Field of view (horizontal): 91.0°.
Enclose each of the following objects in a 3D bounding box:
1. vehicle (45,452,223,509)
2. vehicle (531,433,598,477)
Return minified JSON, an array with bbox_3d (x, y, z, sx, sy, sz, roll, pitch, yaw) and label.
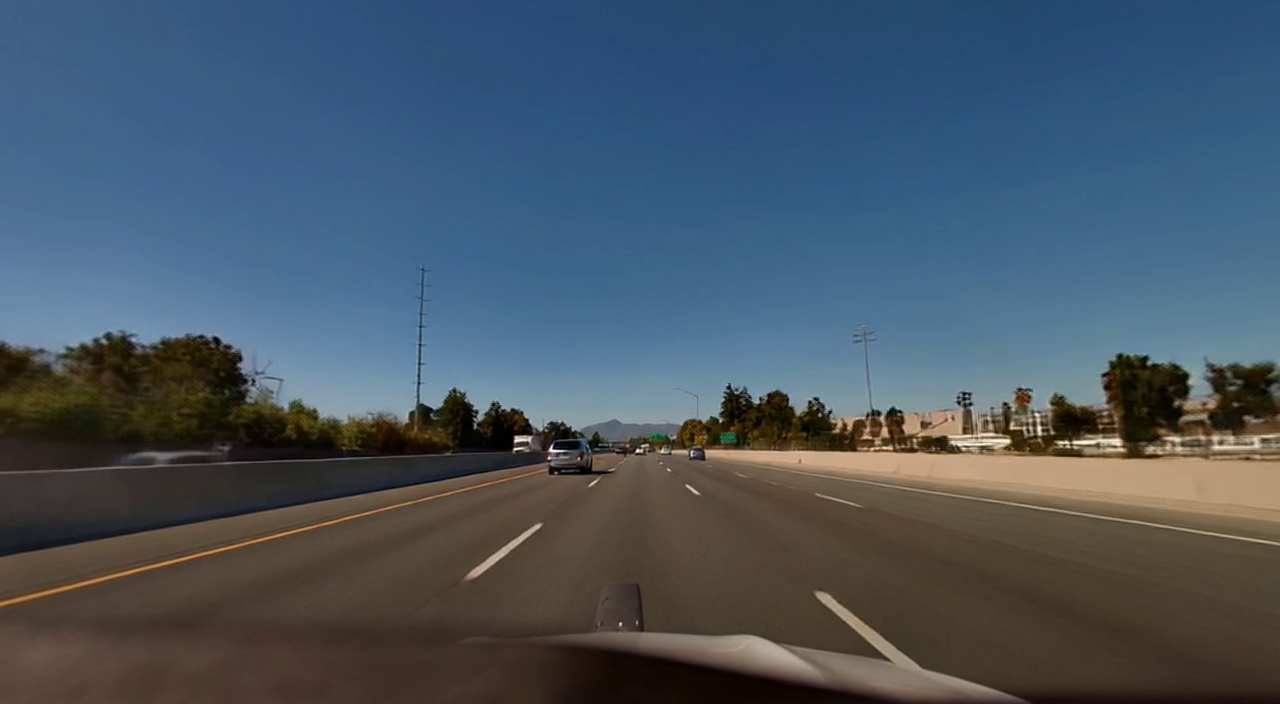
[{"bbox_3d":[-15.592,3.929,19.798,1.879,1.526,4.404,0,-9,1],"label":"vehicle"},{"bbox_3d":[-3.605,5.107,31.449,2.431,1.928,5.760,0,-9,2],"label":"vehicle"}]
